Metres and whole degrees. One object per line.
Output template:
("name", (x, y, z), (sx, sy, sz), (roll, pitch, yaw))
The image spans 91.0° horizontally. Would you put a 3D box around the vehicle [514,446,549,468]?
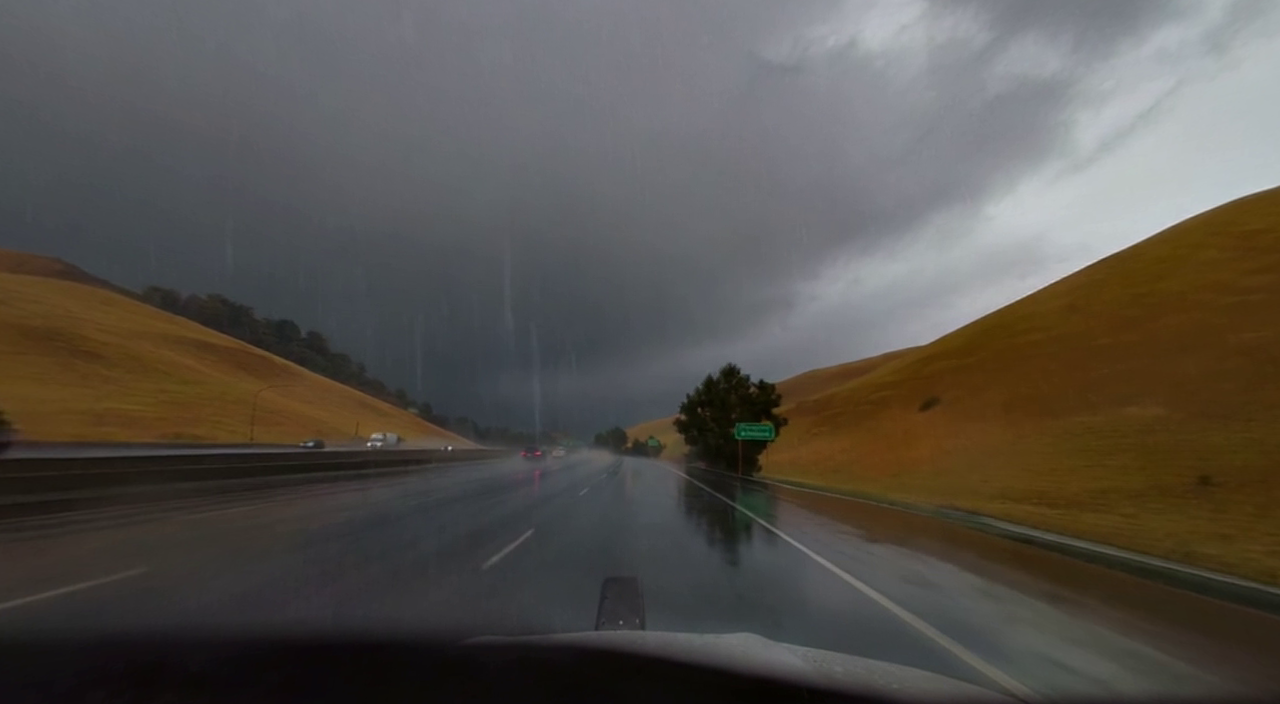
("vehicle", (-8.523, 8.274, 49.769), (2.045, 1.624, 4.338), (0, -9, -1))
